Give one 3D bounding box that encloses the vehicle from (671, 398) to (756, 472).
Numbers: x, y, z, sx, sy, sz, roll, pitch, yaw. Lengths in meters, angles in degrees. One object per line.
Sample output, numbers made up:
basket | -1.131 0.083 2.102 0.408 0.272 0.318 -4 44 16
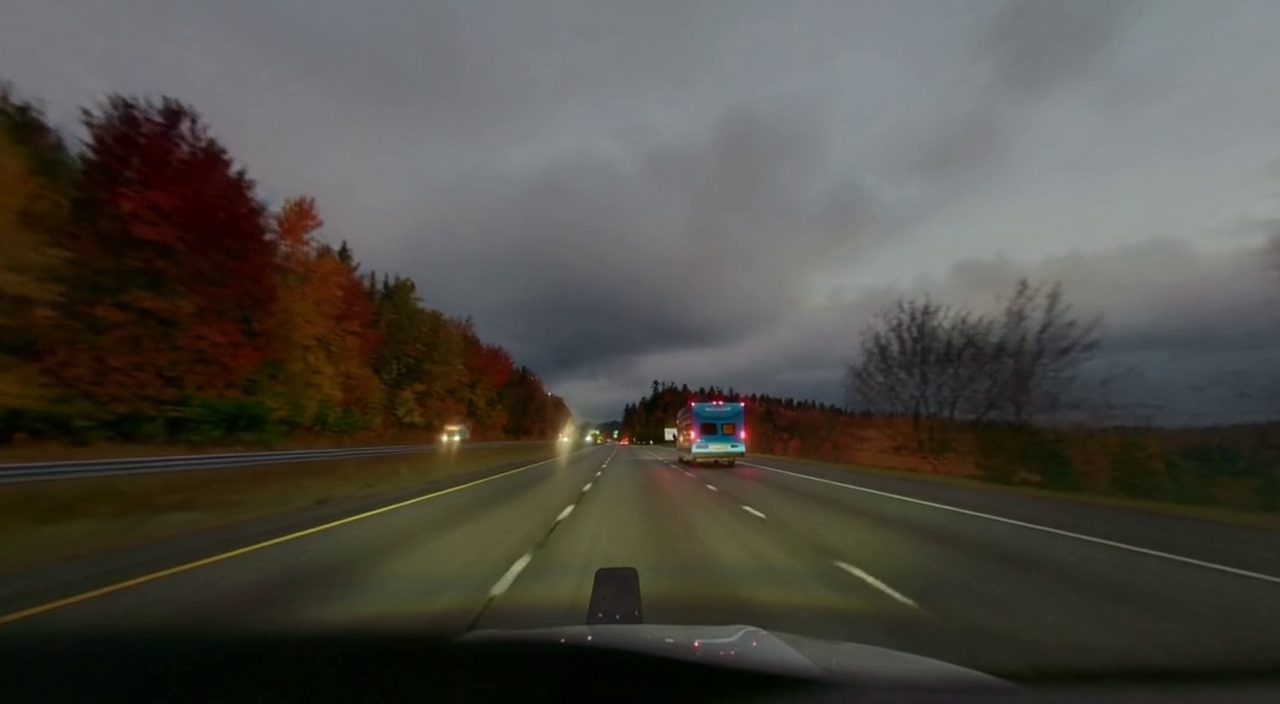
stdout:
vehicle | 3.037 3.711 28.178 2.815 2.876 7.101 0 -8 -1
